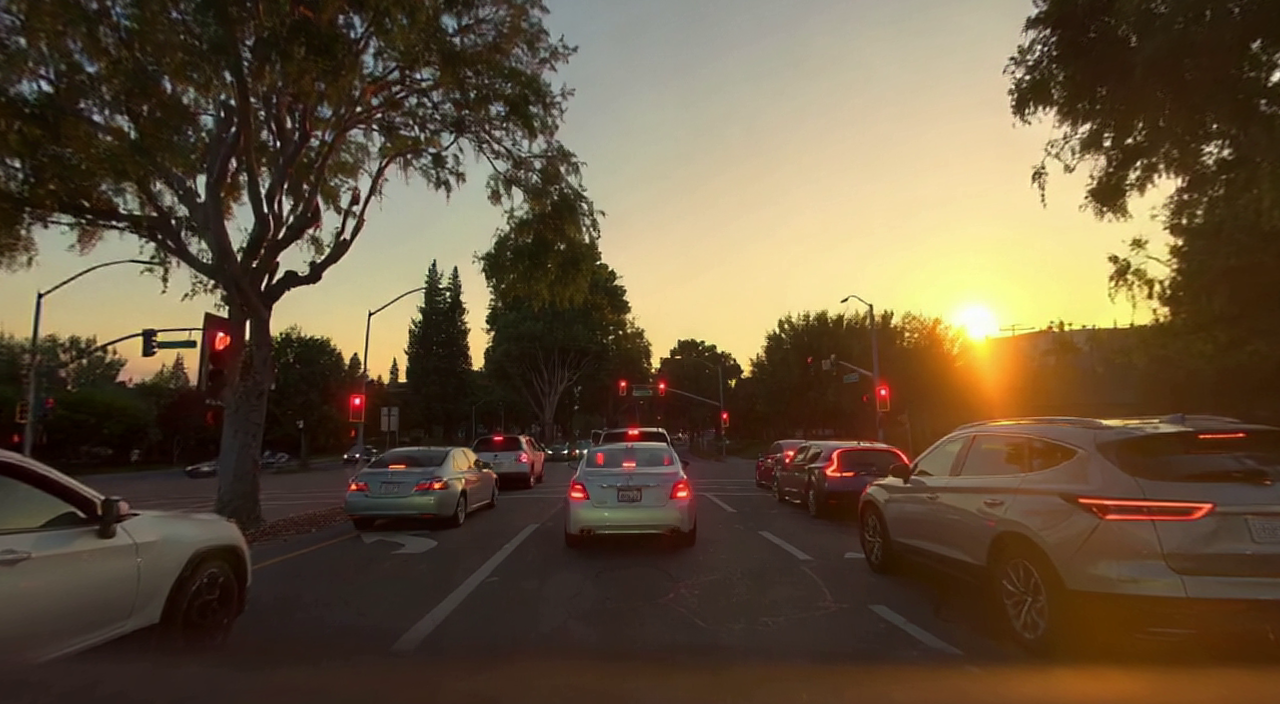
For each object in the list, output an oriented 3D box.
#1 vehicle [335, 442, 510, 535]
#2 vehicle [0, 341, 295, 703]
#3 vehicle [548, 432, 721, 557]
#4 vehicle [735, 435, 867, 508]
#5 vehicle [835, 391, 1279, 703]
[{"bbox_3d":[-3.929,2.508,12.332,1.919,1.459,4.371,0,-8,-1],"label":"vehicle"},{"bbox_3d":[-3.660,0.839,2.542,2.047,1.764,4.369,0,-8,0],"label":"vehicle"},{"bbox_3d":[-0.077,2.002,9.601,2.061,1.470,3.970,0,-8,0],"label":"vehicle"},{"bbox_3d":[3.646,2.779,15.243,1.922,1.472,4.440,0,-8,-1],"label":"vehicle"},{"bbox_3d":[3.386,1.309,5.427,1.933,1.564,4.600,0,-8,0],"label":"vehicle"}]
